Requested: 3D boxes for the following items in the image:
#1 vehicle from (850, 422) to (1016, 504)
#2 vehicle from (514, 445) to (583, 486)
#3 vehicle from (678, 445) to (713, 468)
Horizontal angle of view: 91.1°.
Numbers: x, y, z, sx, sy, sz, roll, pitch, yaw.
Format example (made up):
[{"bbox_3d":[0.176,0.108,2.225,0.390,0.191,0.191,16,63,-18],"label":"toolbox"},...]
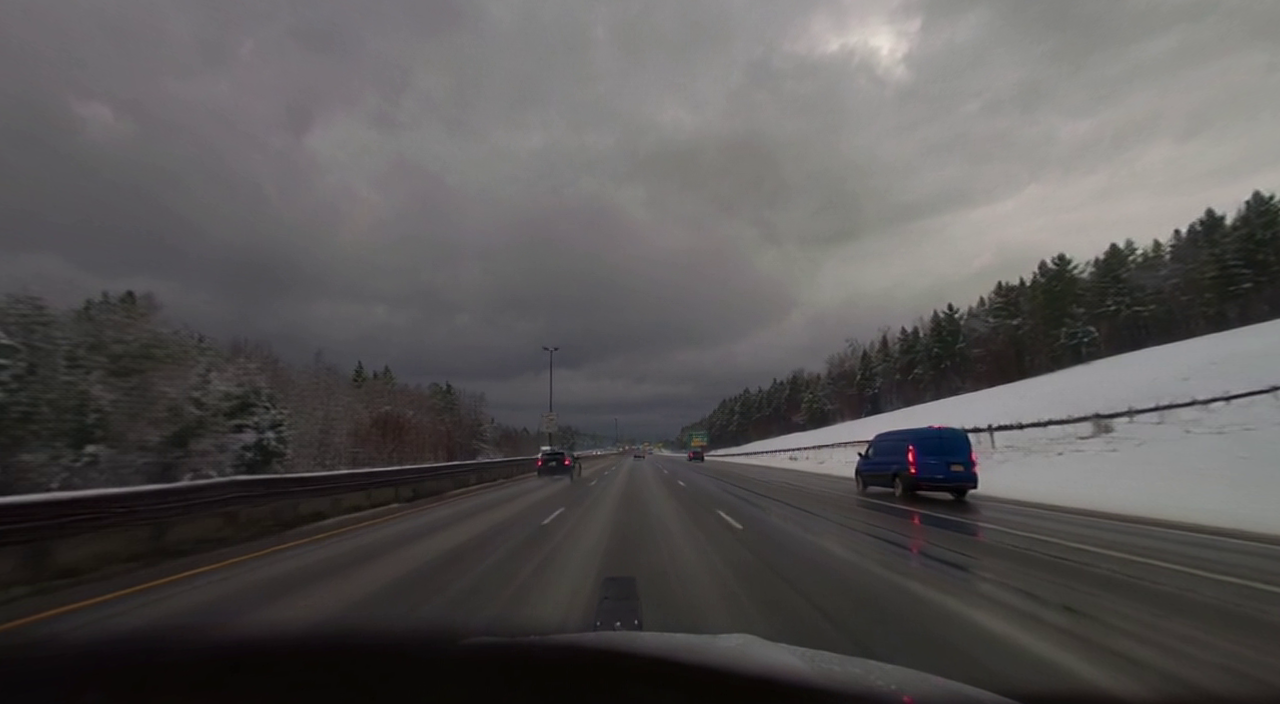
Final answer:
[{"bbox_3d":[7.874,3.036,17.622,2.133,1.933,4.986,0,-9,-1],"label":"vehicle"},{"bbox_3d":[-3.661,4.629,26.009,2.160,1.530,4.500,0,-9,0],"label":"vehicle"},{"bbox_3d":[4.116,7.868,47.444,2.069,1.625,4.832,0,-9,-1],"label":"vehicle"}]
